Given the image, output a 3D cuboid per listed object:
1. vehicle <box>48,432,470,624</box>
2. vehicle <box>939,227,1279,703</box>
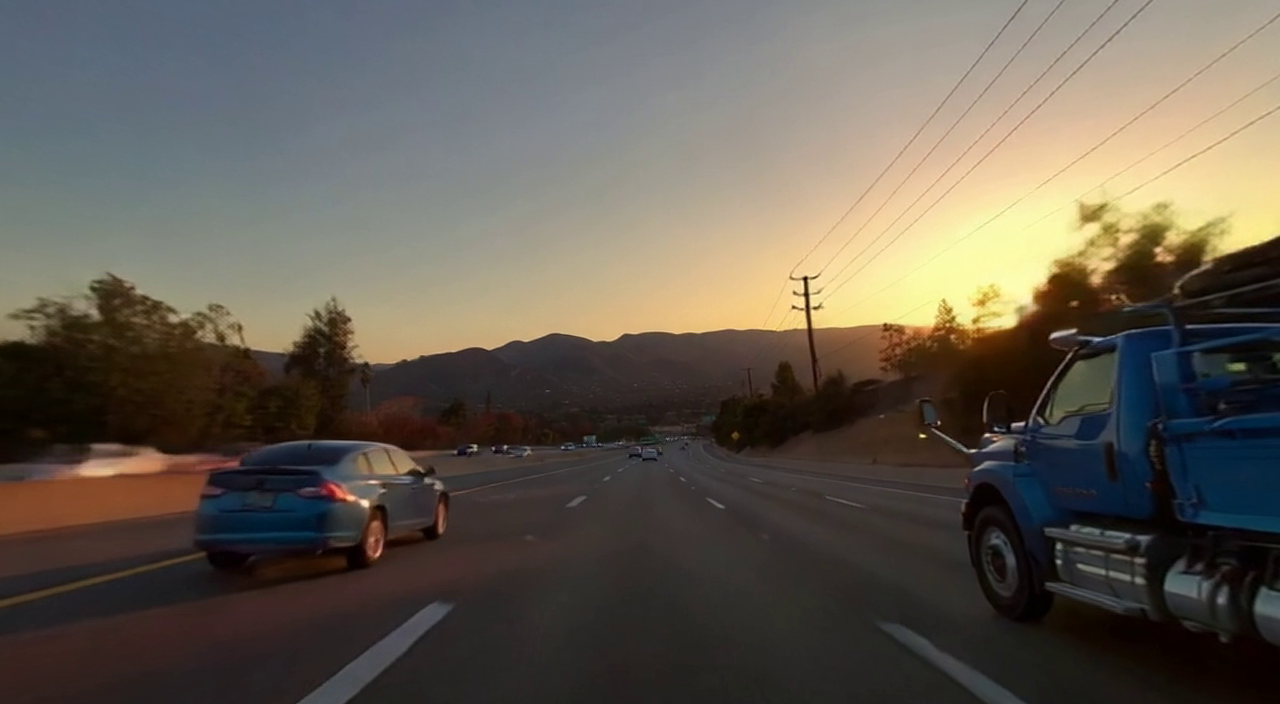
[{"bbox_3d":[-3.632,1.742,7.288,1.974,1.493,4.563,0,-9,1],"label":"vehicle"},{"bbox_3d":[3.662,0.552,1.622,2.538,2.228,6.370,0,-9,-1],"label":"vehicle"}]
